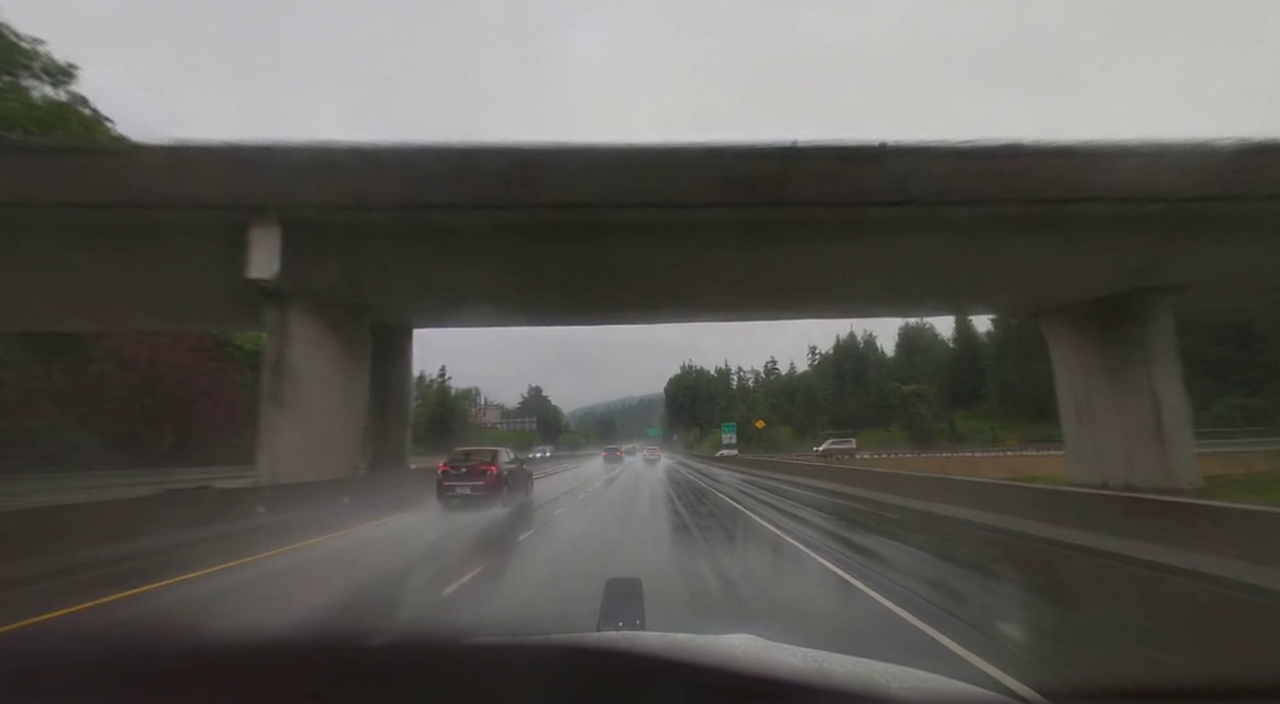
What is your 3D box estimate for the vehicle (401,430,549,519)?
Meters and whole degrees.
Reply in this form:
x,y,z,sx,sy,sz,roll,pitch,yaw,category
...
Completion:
x,y,z,sx,sy,sz,roll,pitch,yaw,category
-3.389,2.619,13.958,2.037,1.638,4.274,0,-9,1,vehicle
